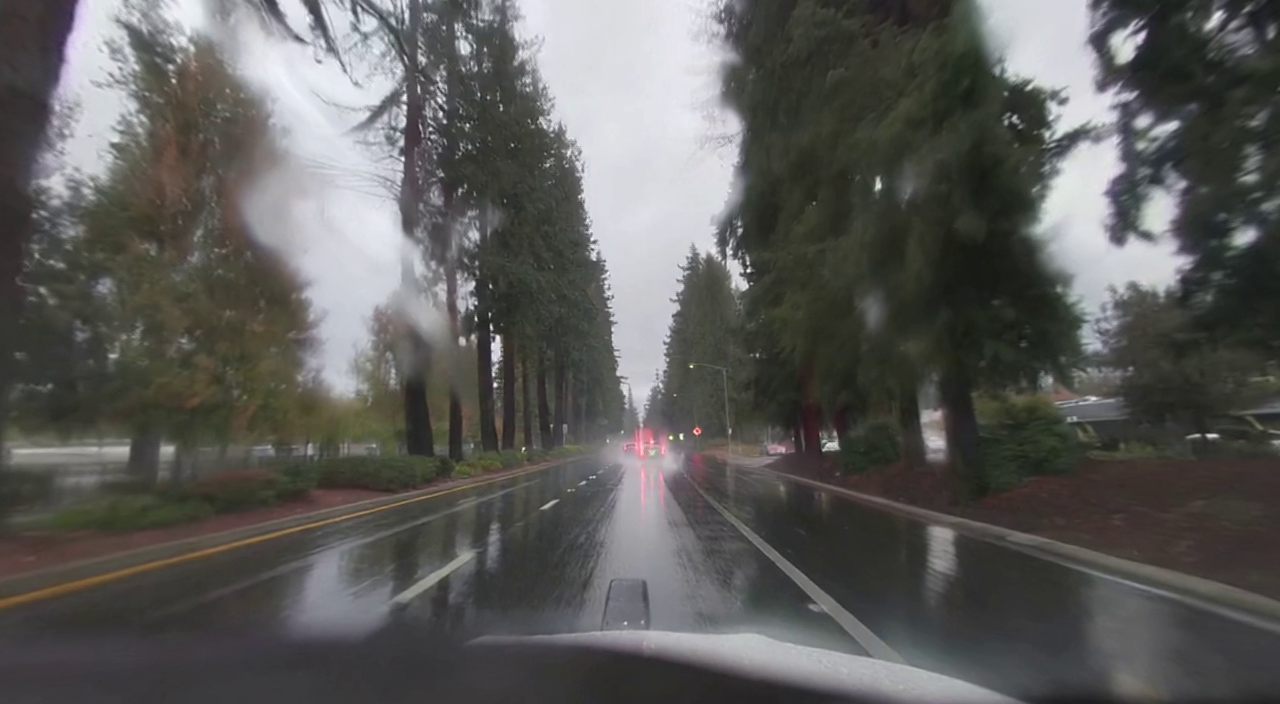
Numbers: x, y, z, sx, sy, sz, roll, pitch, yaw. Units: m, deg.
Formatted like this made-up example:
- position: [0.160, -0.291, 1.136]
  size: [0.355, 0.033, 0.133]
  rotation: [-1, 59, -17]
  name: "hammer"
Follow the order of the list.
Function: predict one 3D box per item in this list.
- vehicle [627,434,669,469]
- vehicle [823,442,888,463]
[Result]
- position: [0.410, 5.283, 33.568]
  size: [2.135, 1.691, 3.884]
  rotation: [0, -9, 0]
  name: "vehicle"
- position: [15.502, 7.242, 45.422]
  size: [3.913, 1.384, 1.893]
  rotation: [-1, -8, 0]
  name: "vehicle"
